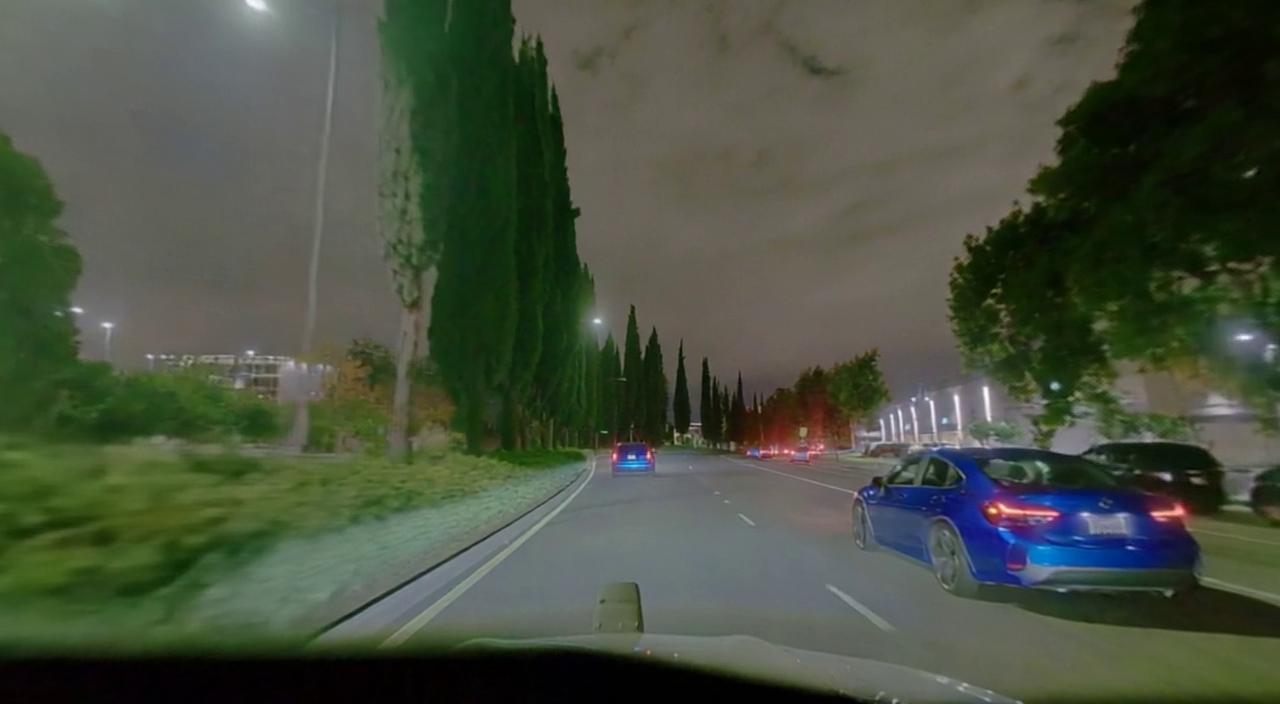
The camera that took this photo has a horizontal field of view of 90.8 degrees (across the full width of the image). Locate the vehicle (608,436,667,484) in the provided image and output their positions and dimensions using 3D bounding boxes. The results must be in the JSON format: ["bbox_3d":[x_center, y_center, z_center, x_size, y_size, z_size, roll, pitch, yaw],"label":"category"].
[{"bbox_3d":[-0.179,4.137,24.542,2.085,1.693,4.301,0,-8,-2],"label":"vehicle"}]

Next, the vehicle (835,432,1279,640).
[{"bbox_3d":[3.750,1.605,6.639,1.918,1.418,4.360,0,-8,-1],"label":"vehicle"}]
